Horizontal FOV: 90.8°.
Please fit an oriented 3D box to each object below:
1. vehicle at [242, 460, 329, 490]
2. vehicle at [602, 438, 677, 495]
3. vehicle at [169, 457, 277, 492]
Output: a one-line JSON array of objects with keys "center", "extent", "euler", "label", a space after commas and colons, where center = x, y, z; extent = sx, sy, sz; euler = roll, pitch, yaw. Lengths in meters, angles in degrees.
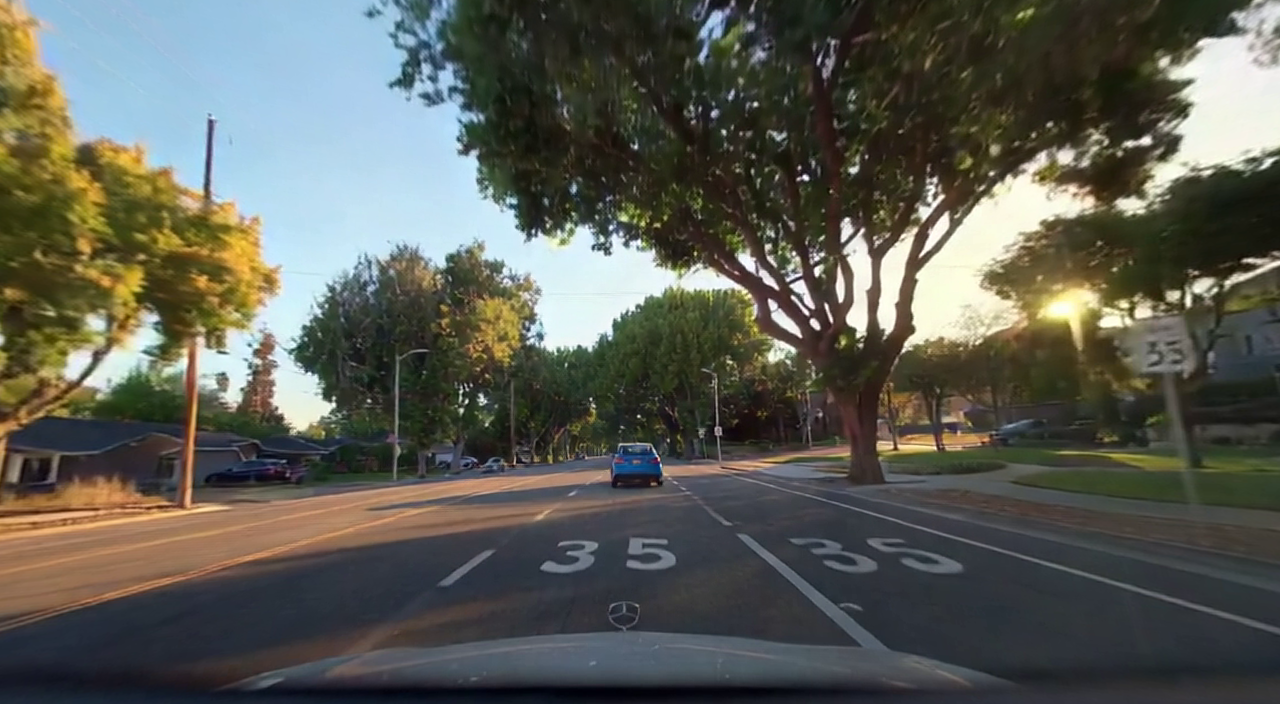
[{"center": [-21.820, 7.560, 38.986], "extent": [4.241, 1.500, 1.956], "euler": [-4, -9, 0], "label": "vehicle"}, {"center": [-0.043, 3.684, 20.628], "extent": [2.181, 1.639, 4.127], "euler": [0, -9, 0], "label": "vehicle"}, {"center": [-23.853, 6.981, 36.290], "extent": [4.866, 1.614, 1.911], "euler": [-3, -9, -2], "label": "vehicle"}]
